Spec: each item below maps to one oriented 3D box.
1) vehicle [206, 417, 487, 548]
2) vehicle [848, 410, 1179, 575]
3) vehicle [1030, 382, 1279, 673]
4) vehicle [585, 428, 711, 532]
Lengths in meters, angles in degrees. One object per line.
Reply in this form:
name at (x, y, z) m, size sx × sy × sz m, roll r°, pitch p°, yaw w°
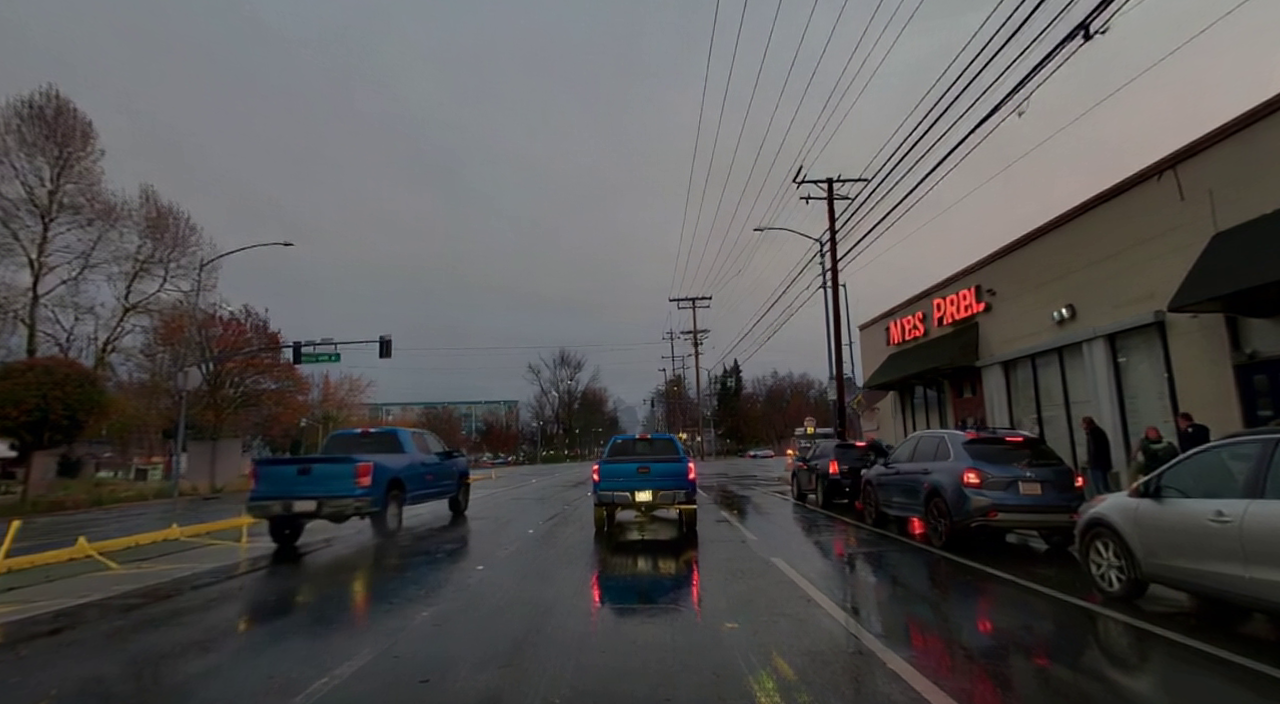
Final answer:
vehicle at (-4.705, 2.181, 11.293) m, size 2.140 × 1.768 × 5.092 m, roll -1°, pitch -9°, yaw 6°
vehicle at (4.930, 1.912, 9.431) m, size 2.007 × 1.786 × 4.870 m, roll 0°, pitch -9°, yaw 1°
vehicle at (4.911, 1.085, 3.922) m, size 2.014 × 1.755 × 4.520 m, roll 0°, pitch -9°, yaw 0°
vehicle at (0.165, 2.479, 12.822) m, size 2.089 × 1.699 × 4.650 m, roll 0°, pitch -9°, yaw 1°
